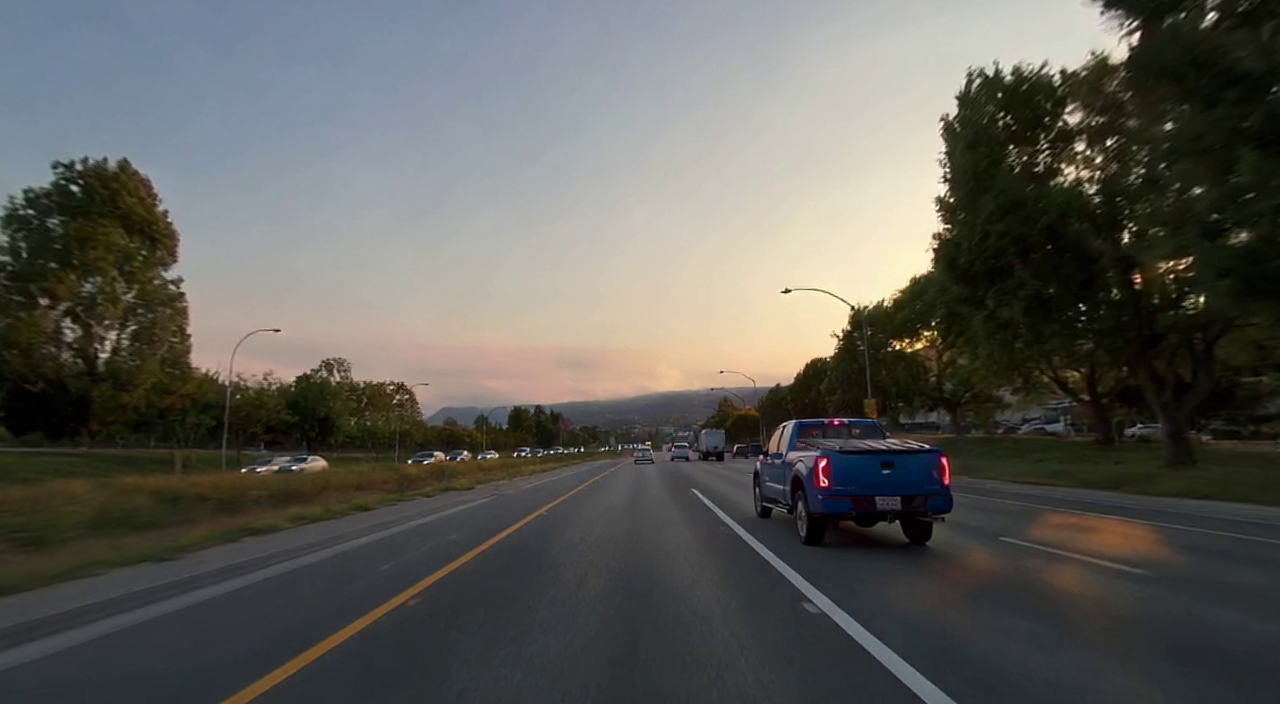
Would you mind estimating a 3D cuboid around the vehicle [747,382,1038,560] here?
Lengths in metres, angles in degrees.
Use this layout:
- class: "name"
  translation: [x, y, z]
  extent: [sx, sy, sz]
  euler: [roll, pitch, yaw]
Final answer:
- class: "vehicle"
  translation: [3.430, 1.810, 10.226]
  extent: [2.354, 2.079, 5.586]
  euler: [0, -9, 0]

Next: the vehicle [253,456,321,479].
- class: "vehicle"
  translation: [-25.394, 8.316, 45.499]
  extent: [2.153, 1.473, 4.569]
  euler: [0, -9, 1]

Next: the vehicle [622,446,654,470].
- class: "vehicle"
  translation: [-0.140, 7.066, 42.222]
  extent: [2.030, 1.473, 3.926]
  euler: [0, -9, 0]
